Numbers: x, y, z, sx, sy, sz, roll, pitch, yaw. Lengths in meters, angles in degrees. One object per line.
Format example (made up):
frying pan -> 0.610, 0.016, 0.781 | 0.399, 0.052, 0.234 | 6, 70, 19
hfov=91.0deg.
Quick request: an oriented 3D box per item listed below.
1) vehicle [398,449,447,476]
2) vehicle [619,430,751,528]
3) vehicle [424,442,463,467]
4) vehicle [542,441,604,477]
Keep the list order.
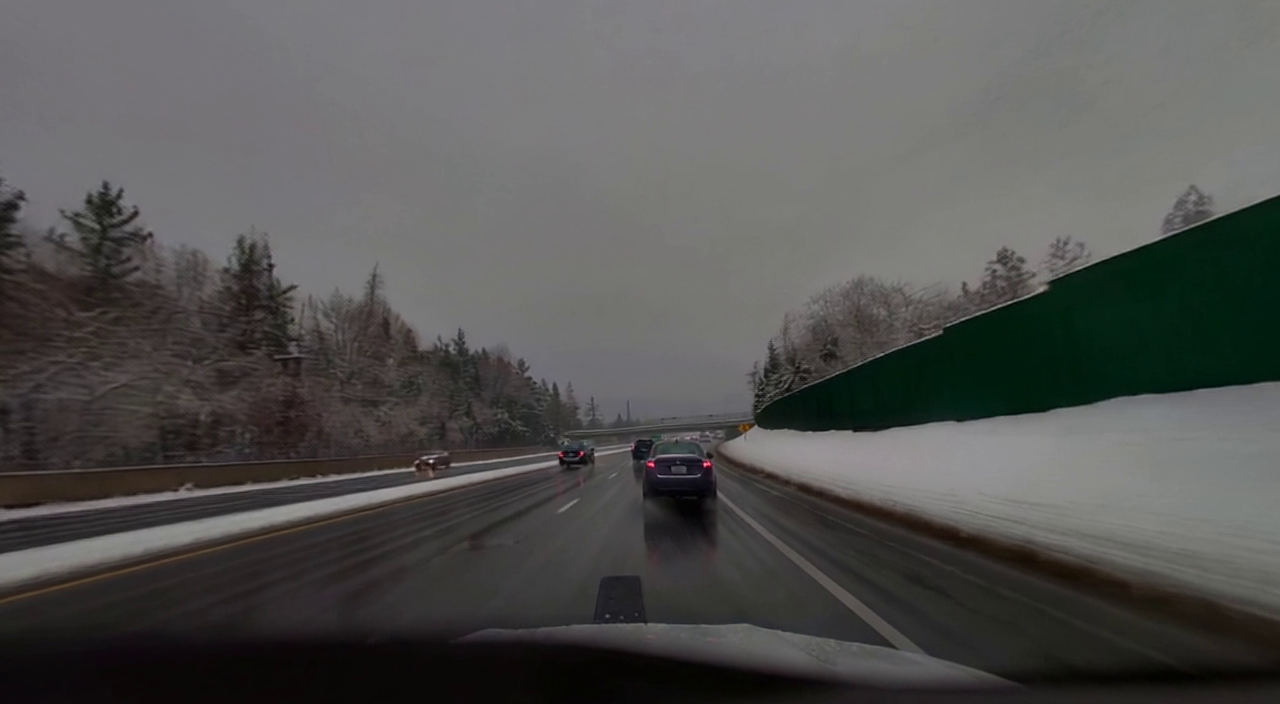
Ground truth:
vehicle -> -15.220, 7.718, 44.229 | 1.910, 1.820, 4.007 | 0, -8, 1
vehicle -> 0.744, 2.297, 11.936 | 2.077, 1.533, 3.854 | 0, -8, 1
vehicle -> -15.128, 7.871, 48.612 | 1.831, 1.837, 3.199 | -1, -9, 3
vehicle -> -2.861, 4.692, 27.869 | 2.059, 1.471, 4.152 | -1, -8, 3
